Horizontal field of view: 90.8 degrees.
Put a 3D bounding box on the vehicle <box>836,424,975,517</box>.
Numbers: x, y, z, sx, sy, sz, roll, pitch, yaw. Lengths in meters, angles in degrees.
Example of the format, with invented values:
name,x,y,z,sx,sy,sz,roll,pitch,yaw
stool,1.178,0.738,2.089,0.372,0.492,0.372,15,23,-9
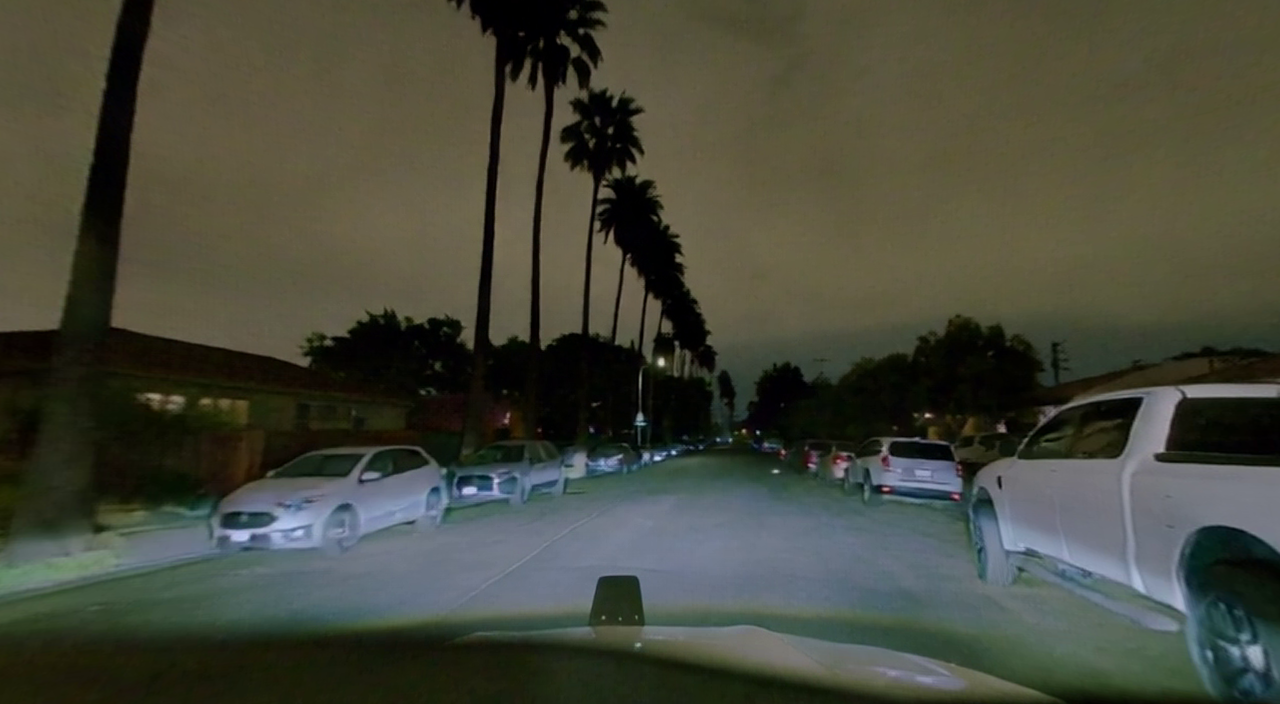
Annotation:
name,x,y,z,sx,sy,sz,roll,pitch,yaw
vehicle,6.230,2.799,15.502,1.964,1.889,4.708,-2,-8,8

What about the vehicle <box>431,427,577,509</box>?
name,x,y,z,sx,sy,sz,roll,pitch,yaw
vehicle,-3.361,2.992,16.930,2.020,1.819,5.168,-2,-8,9

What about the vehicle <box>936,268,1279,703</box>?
name,x,y,z,sx,sy,sz,roll,pitch,yaw
vehicle,4.601,0.978,4.612,2.649,2.232,6.576,-2,-8,10

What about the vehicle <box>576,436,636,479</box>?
name,x,y,z,sx,sy,sz,roll,pitch,yaw
vehicle,-1.484,4.792,29.039,1.947,1.803,4.381,-2,-8,8

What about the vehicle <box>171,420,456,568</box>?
name,x,y,z,sx,sy,sz,roll,pitch,yaw
vehicle,-4.406,1.925,9.328,1.816,1.697,3.777,-1,-8,8
